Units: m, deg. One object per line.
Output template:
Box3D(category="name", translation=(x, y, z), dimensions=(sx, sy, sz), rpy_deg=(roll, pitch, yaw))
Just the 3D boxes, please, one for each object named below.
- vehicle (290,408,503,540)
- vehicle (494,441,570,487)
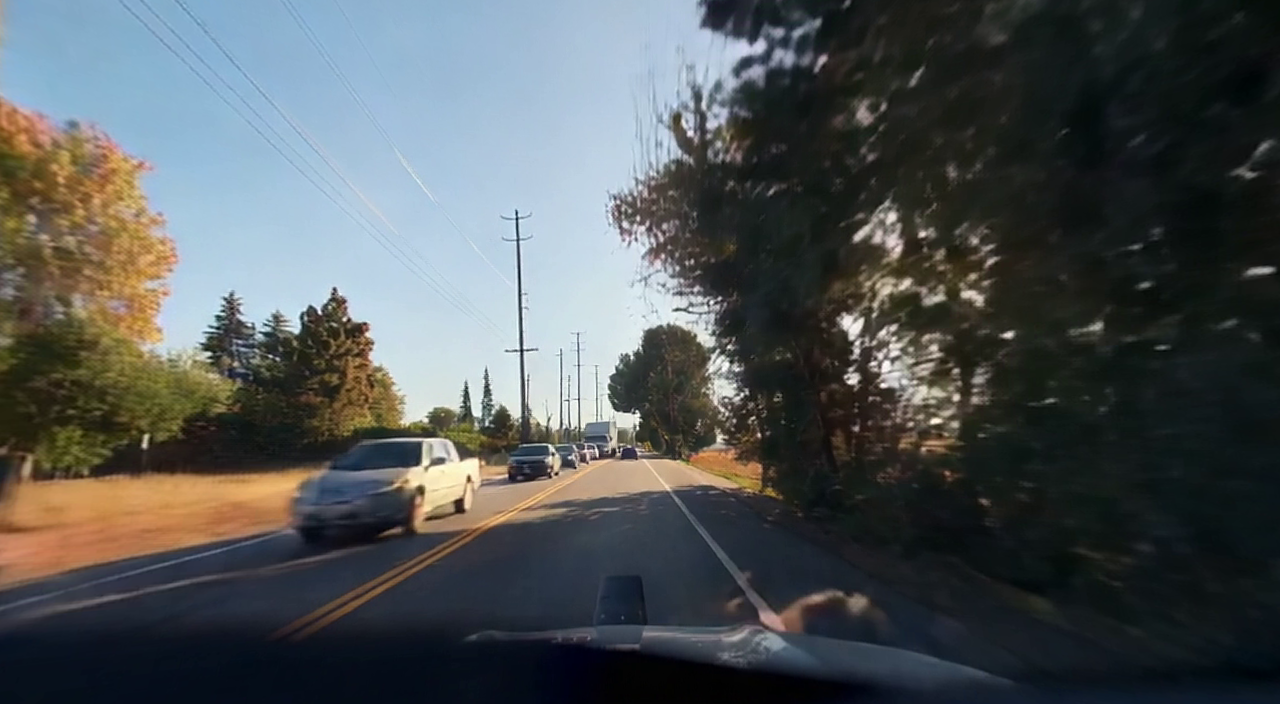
Box3D(category="vehicle", translation=(-4.654, 2.376, 13.193), dimensions=(2.549, 2.028, 5.180), rpy_deg=(-3, -7, -2))
Box3D(category="vehicle", translation=(-4.517, 4.734, 27.189), dimensions=(2.284, 1.634, 4.756), rpy_deg=(-3, -8, 1))
